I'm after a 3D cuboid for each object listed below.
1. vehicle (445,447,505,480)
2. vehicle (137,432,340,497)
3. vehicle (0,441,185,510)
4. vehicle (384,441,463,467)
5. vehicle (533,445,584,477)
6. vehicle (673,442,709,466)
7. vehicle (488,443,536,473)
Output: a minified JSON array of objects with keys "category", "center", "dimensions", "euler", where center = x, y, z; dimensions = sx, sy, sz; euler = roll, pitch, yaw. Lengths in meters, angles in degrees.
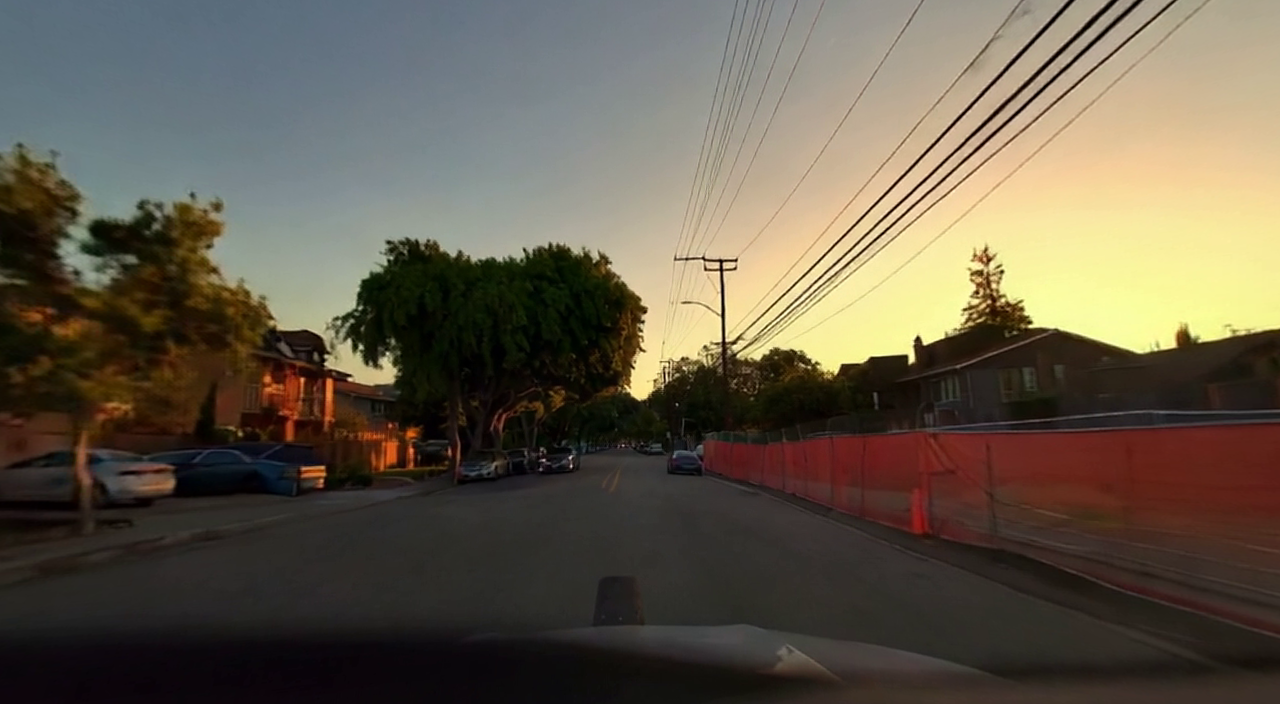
[{"category":"vehicle","center":[-8.299,5.649,32.216],"dimensions":[2.041,1.480,4.474],"euler":[-2,-9,-2]},{"category":"vehicle","center":[-12.337,3.489,19.742],"dimensions":[4.780,1.867,2.108],"euler":[1,-9,-3]},{"category":"vehicle","center":[-13.817,2.929,15.271],"dimensions":[4.268,1.496,1.844],"euler":[5,-10,-29]},{"category":"vehicle","center":[-15.415,7.293,45.171],"dimensions":[4.833,1.831,2.066],"euler":[0,-9,-1]},{"category":"vehicle","center":[-4.319,5.817,34.076],"dimensions":[2.068,1.543,4.523],"euler":[-2,-9,1]},{"category":"vehicle","center":[3.357,6.807,42.191],"dimensions":[1.902,1.542,4.099],"euler":[0,-9,-2]},{"category":"vehicle","center":[-8.174,6.809,40.790],"dimensions":[2.055,1.806,4.540],"euler":[-1,-9,2]}]
